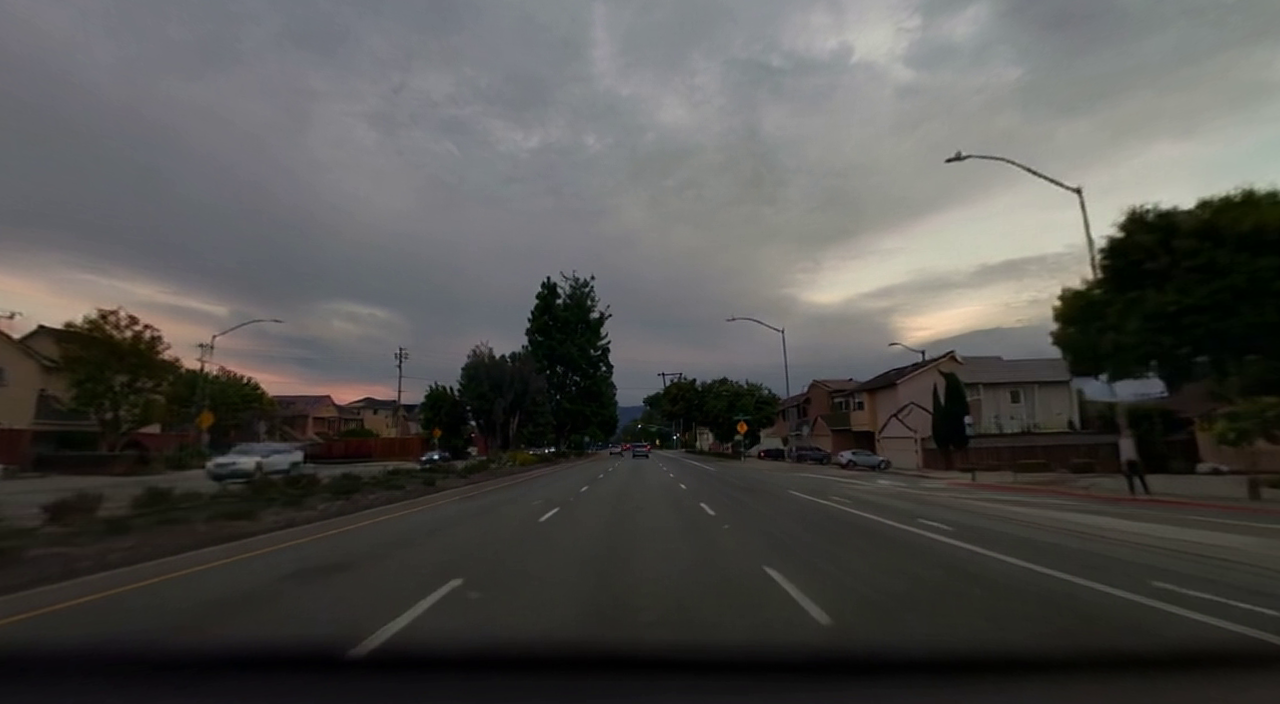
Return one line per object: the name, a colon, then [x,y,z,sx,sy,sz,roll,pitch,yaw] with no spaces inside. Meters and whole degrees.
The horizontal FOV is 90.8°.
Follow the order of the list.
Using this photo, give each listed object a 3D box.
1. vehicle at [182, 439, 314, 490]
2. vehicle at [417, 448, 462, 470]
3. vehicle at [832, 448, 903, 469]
vehicle: [-15.077,4.337,24.714,1.999,1.773,4.851,0,-9,1]
vehicle: [-14.768,7.922,46.825,1.929,1.506,4.125,0,-9,1]
vehicle: [16.124,7.539,45.037,1.826,1.420,4.533,5,-10,-31]
